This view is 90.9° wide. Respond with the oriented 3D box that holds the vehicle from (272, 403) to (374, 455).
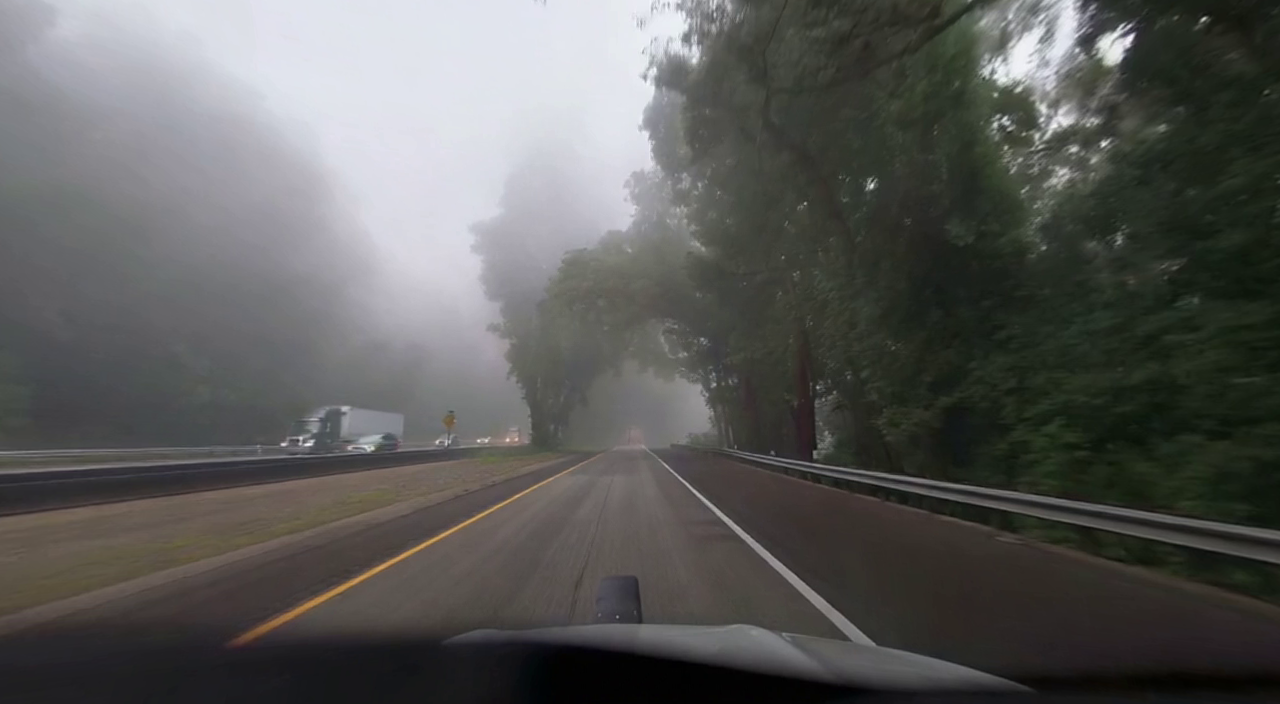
[{"bbox_3d":[-24.538,6.117,49.515,2.975,3.670,9.888,0,-8,-1],"label":"vehicle"}]
